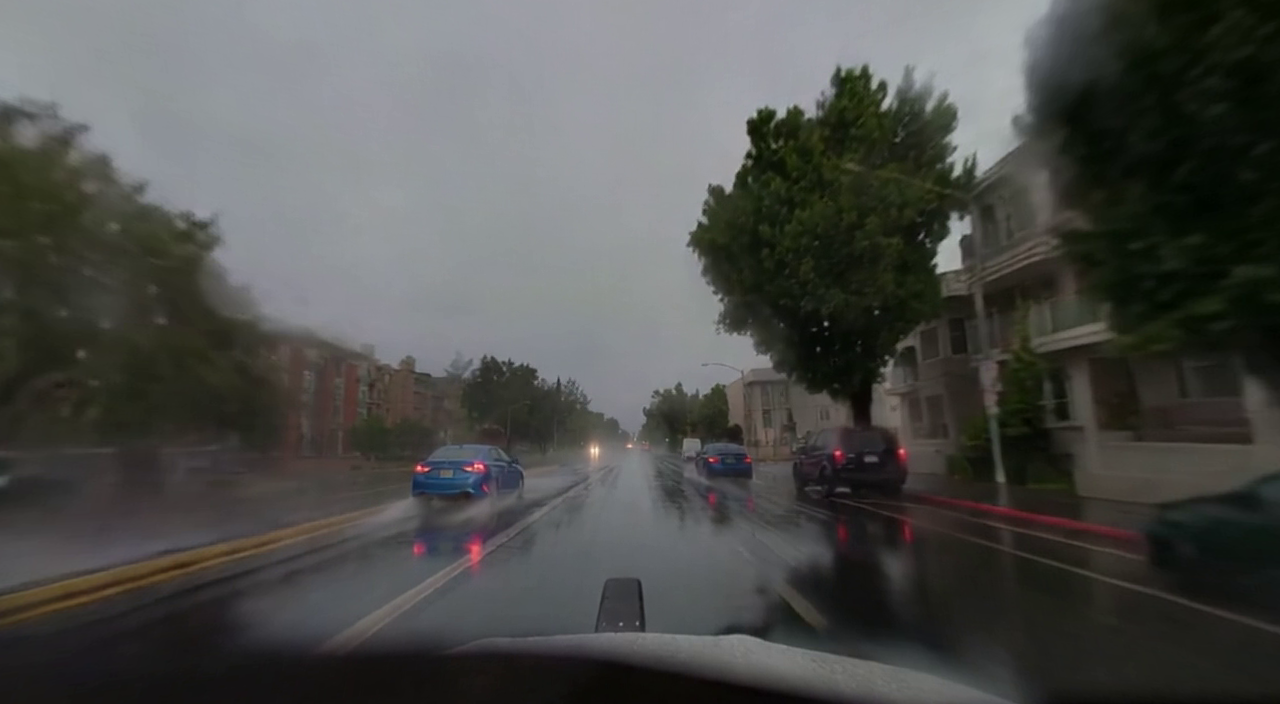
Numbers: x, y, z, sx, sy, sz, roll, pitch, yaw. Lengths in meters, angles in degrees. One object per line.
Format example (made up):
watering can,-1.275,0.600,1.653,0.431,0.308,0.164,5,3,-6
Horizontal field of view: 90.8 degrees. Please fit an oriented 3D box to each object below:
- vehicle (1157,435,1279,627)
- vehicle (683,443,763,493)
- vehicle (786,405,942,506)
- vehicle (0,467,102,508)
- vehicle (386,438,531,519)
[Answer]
vehicle,5.909,1.198,3.661,1.905,1.471,4.596,0,-9,0
vehicle,2.585,3.749,20.847,1.978,1.471,4.426,0,-9,-1
vehicle,6.012,2.880,17.887,2.394,2.400,5.209,0,-9,-1
vehicle,-24.144,5.246,24.679,4.451,1.445,1.945,0,-9,1
vehicle,-3.853,2.754,14.277,2.062,1.527,4.044,0,-9,0
